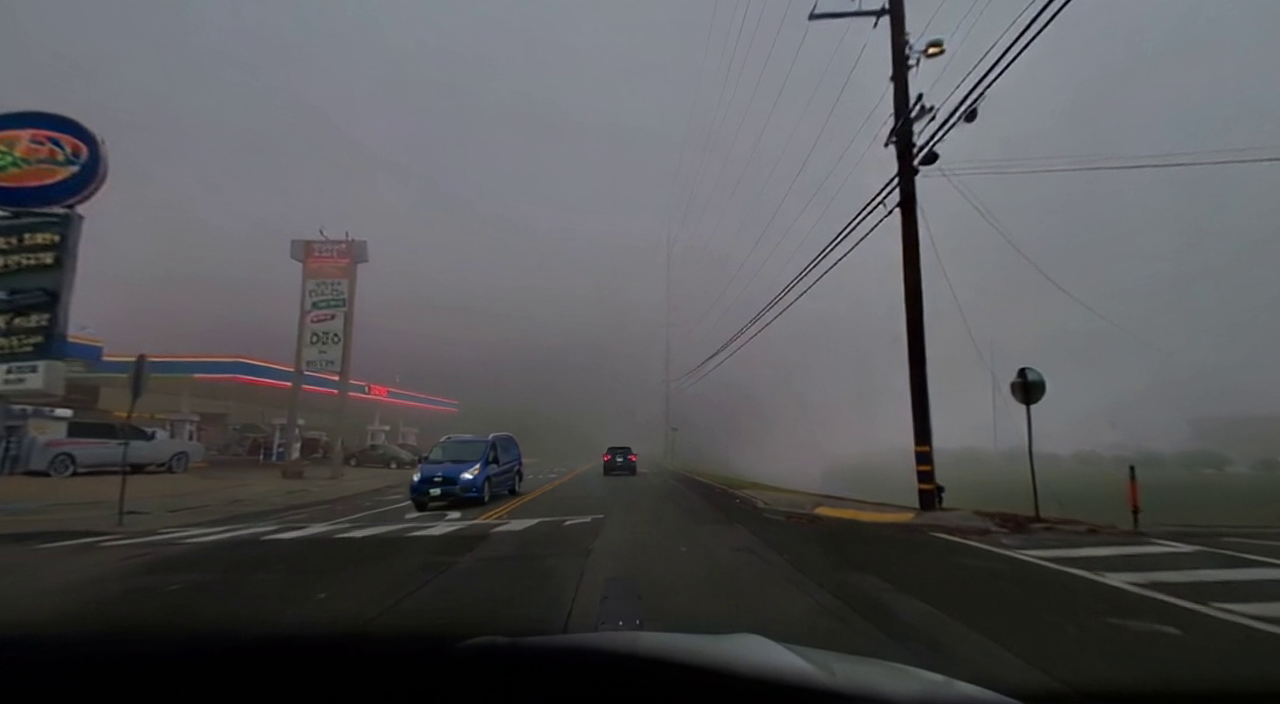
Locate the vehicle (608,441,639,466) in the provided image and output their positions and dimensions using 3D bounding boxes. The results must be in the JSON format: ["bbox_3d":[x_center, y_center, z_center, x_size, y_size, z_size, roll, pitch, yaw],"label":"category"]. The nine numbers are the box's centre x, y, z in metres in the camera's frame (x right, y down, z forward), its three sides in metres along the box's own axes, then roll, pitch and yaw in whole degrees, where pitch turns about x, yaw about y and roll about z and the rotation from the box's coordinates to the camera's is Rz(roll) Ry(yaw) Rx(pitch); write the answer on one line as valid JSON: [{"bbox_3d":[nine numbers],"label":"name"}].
[{"bbox_3d":[-1.207,7.042,44.104,2.000,1.663,4.271,1,-8,-3],"label":"vehicle"}]

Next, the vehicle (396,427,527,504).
[{"bbox_3d":[-4.717,3.074,17.619,2.274,1.844,4.843,0,-8,-1],"label":"vehicle"}]

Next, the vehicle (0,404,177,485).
[{"bbox_3d":[-18.027,2.997,20.560,2.499,2.309,4.613,1,-8,-3],"label":"vehicle"}]

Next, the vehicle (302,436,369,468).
[{"bbox_3d":[-18.075,5.946,37.734,1.890,1.761,4.578,1,-8,-4],"label":"vehicle"}]
